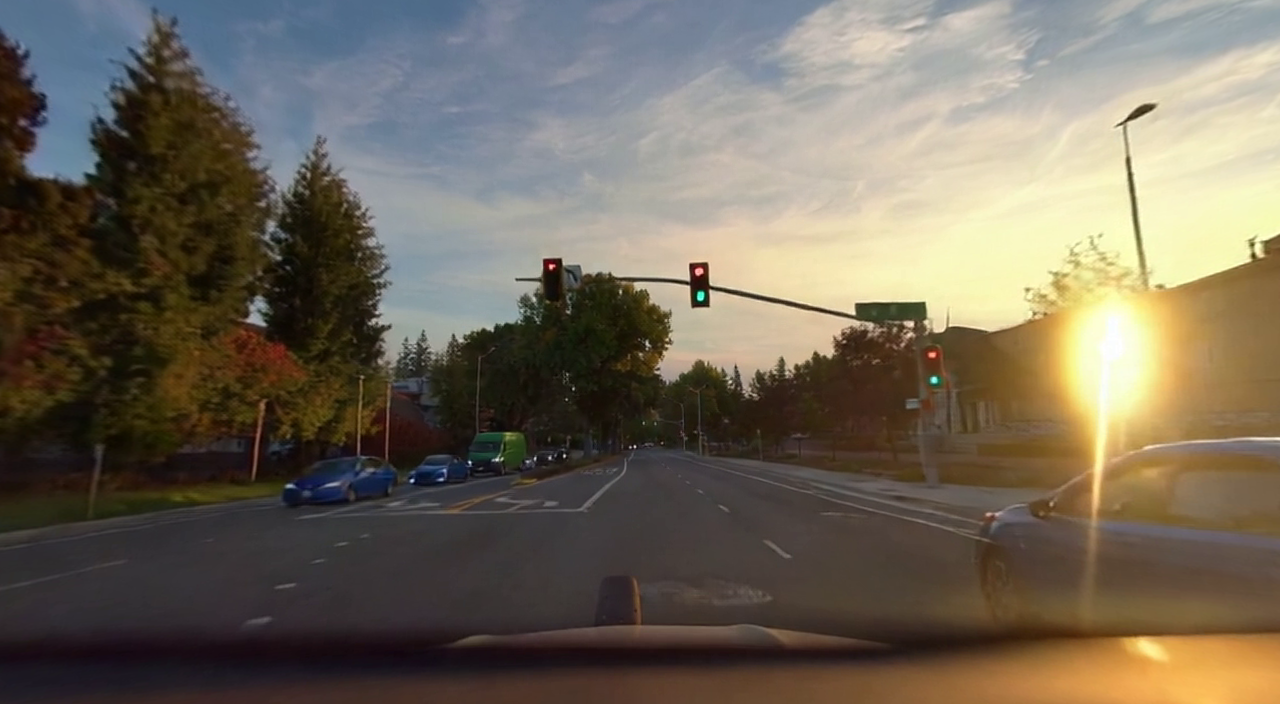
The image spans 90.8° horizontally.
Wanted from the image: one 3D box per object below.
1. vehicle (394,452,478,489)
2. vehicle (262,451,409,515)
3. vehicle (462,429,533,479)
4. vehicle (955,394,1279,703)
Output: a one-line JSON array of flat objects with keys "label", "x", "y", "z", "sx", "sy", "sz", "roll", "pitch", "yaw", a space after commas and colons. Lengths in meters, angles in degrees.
[{"label": "vehicle", "x": -8.933, "y": 5.223, "z": 28.167, "sx": 2.190, "sy": 1.455, "sz": 4.516, "roll": 0, "pitch": -8, "yaw": 1}, {"label": "vehicle", "x": -8.211, "y": 3.538, "z": 17.629, "sx": 1.906, "sy": 1.468, "sz": 4.686, "roll": 0, "pitch": -8, "yaw": -2}, {"label": "vehicle", "x": -8.479, "y": 6.154, "z": 38.442, "sx": 2.617, "sy": 2.736, "sz": 6.621, "roll": 0, "pitch": -8, "yaw": 1}, {"label": "vehicle", "x": 3.967, "y": 1.058, "z": 3.365, "sx": 2.129, "sy": 1.581, "sz": 4.780, "roll": 0, "pitch": -8, "yaw": 0}]
